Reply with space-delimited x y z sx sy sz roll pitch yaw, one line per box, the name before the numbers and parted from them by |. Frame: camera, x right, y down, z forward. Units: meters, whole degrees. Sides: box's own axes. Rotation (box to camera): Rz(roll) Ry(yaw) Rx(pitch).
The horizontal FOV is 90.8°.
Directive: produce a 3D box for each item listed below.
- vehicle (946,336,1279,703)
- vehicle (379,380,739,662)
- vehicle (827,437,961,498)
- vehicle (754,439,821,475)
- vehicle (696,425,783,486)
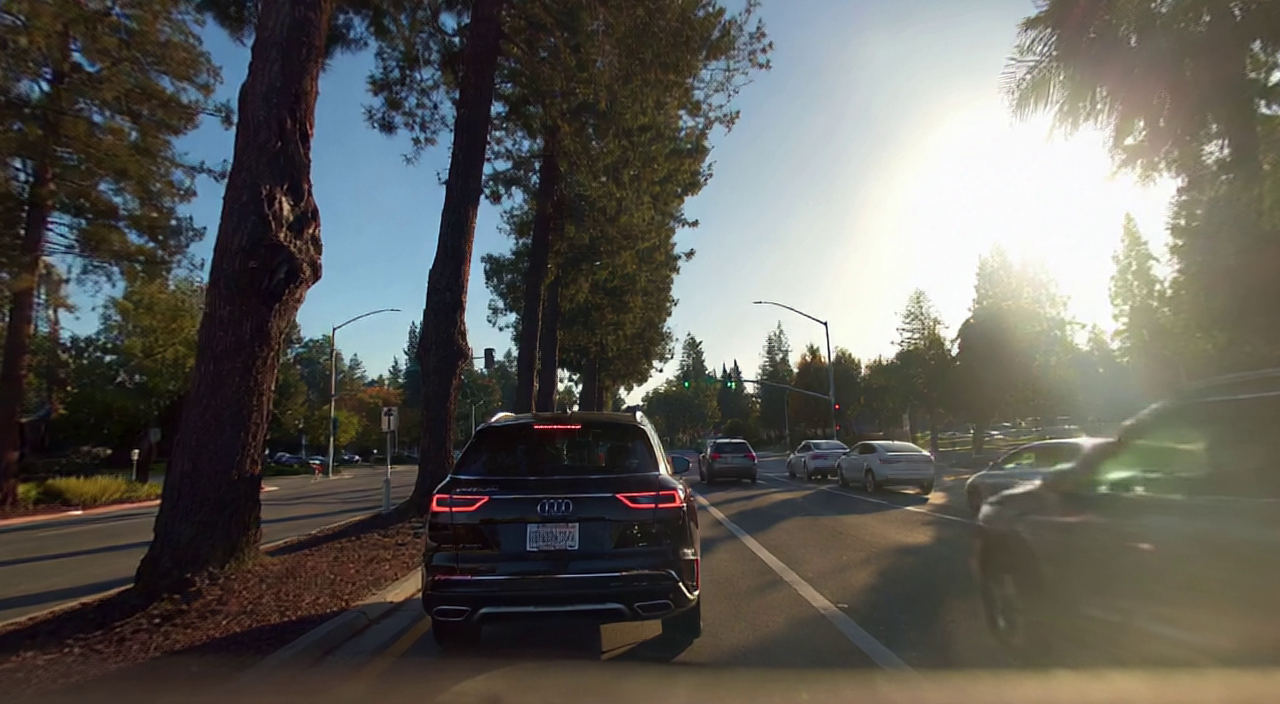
vehicle | 3.224 0.807 2.294 1.963 1.682 4.407 0 -9 0
vehicle | -0.447 1.347 6.085 2.201 1.709 4.271 0 -9 2
vehicle | 6.928 3.188 17.844 1.890 1.489 4.415 0 -9 -1
vehicle | 6.607 4.769 28.834 1.917 1.489 4.625 0 -8 0
vehicle | 3.336 3.603 22.238 2.200 1.909 4.853 0 -9 -1
